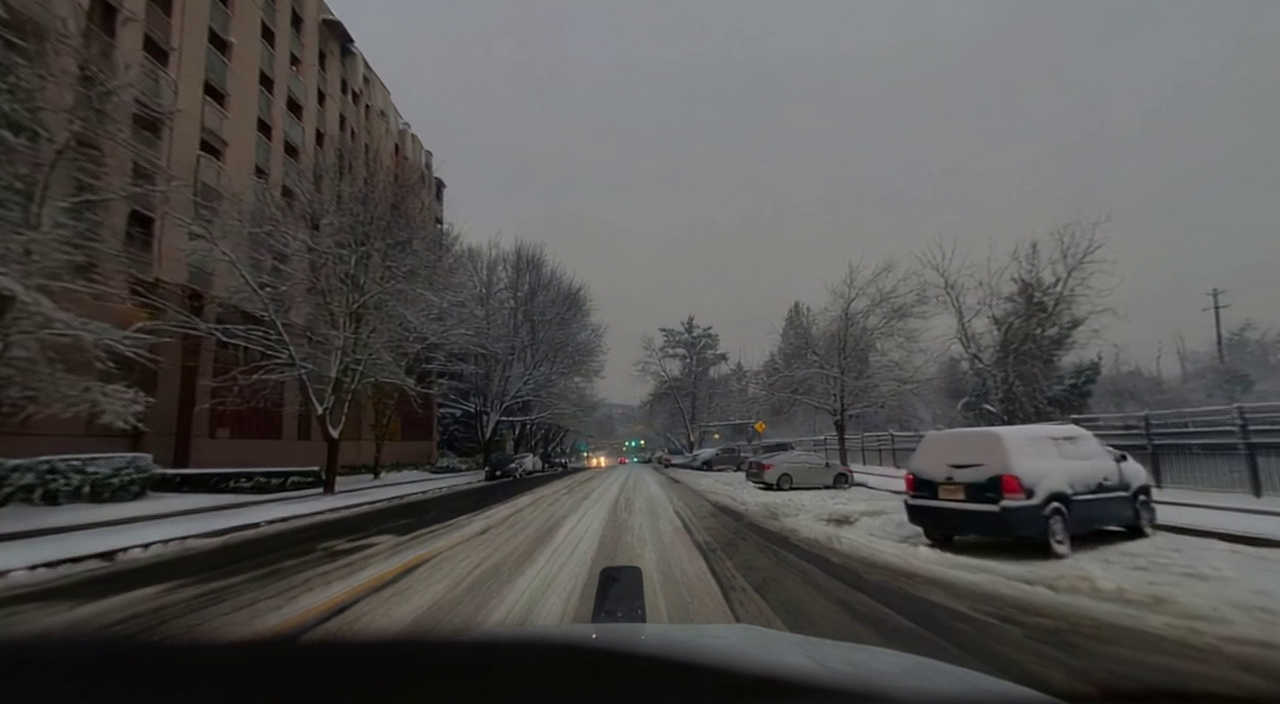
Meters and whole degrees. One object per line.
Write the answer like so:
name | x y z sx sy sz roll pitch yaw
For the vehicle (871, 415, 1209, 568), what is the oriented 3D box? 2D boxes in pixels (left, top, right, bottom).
vehicle | 6.474 2.015 10.169 5.061 1.829 2.274 2 -9 -29

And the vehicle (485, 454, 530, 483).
vehicle | -8.776 7.736 42.204 2.172 1.707 4.273 0 -9 -1

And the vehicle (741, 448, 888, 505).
vehicle | 5.144 3.588 18.648 3.752 1.494 2.083 5 -10 -29
